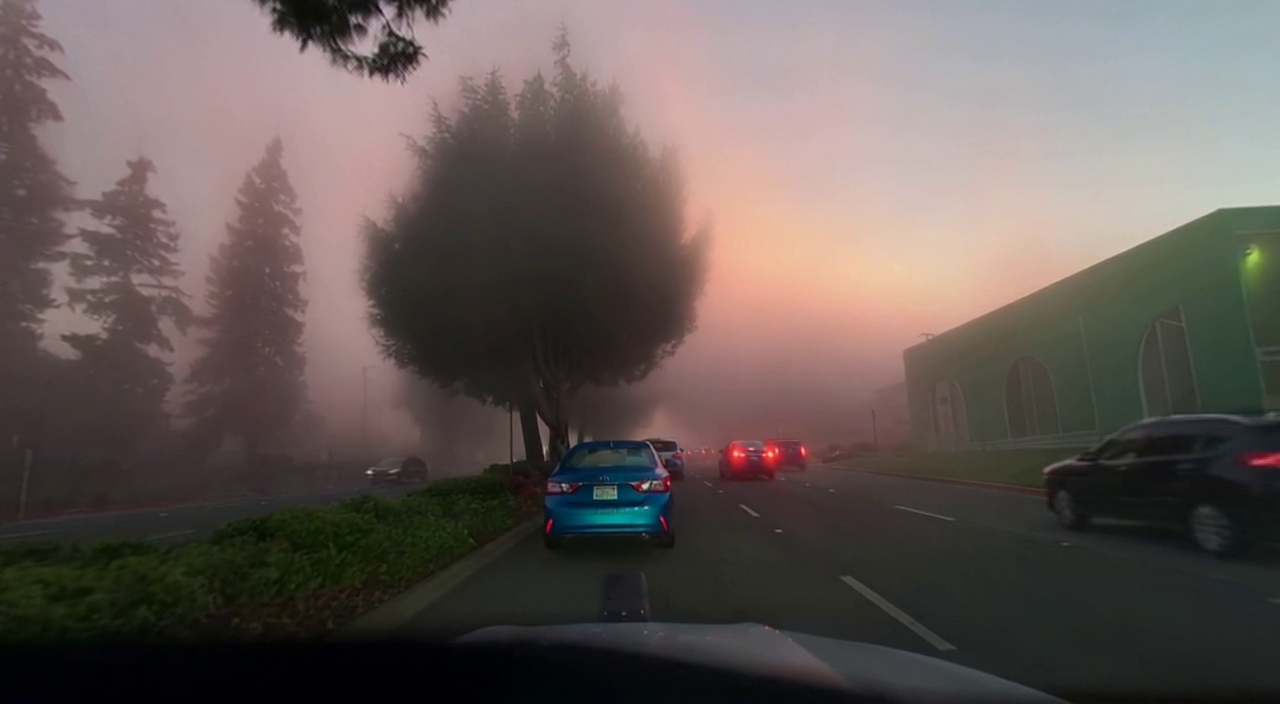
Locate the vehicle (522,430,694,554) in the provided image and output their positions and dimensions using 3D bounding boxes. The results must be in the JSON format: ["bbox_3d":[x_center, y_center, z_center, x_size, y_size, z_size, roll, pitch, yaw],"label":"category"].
[{"bbox_3d":[-0.357,2.023,9.791,2.111,1.506,4.018,0,-8,1],"label":"vehicle"}]

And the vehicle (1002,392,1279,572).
[{"bbox_3d":[7.625,1.664,8.687,2.165,1.806,5.243,0,-8,1],"label":"vehicle"}]

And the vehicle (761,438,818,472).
[{"bbox_3d":[8.108,5.637,34.520,2.064,1.747,4.372,0,-8,1],"label":"vehicle"}]

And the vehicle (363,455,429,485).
[{"bbox_3d":[-13.538,6.554,35.165,1.900,1.508,4.459,0,-8,0],"label":"vehicle"}]

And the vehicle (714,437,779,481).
[{"bbox_3d":[4.271,4.367,25.828,1.971,1.637,4.317,0,-8,1],"label":"vehicle"}]
